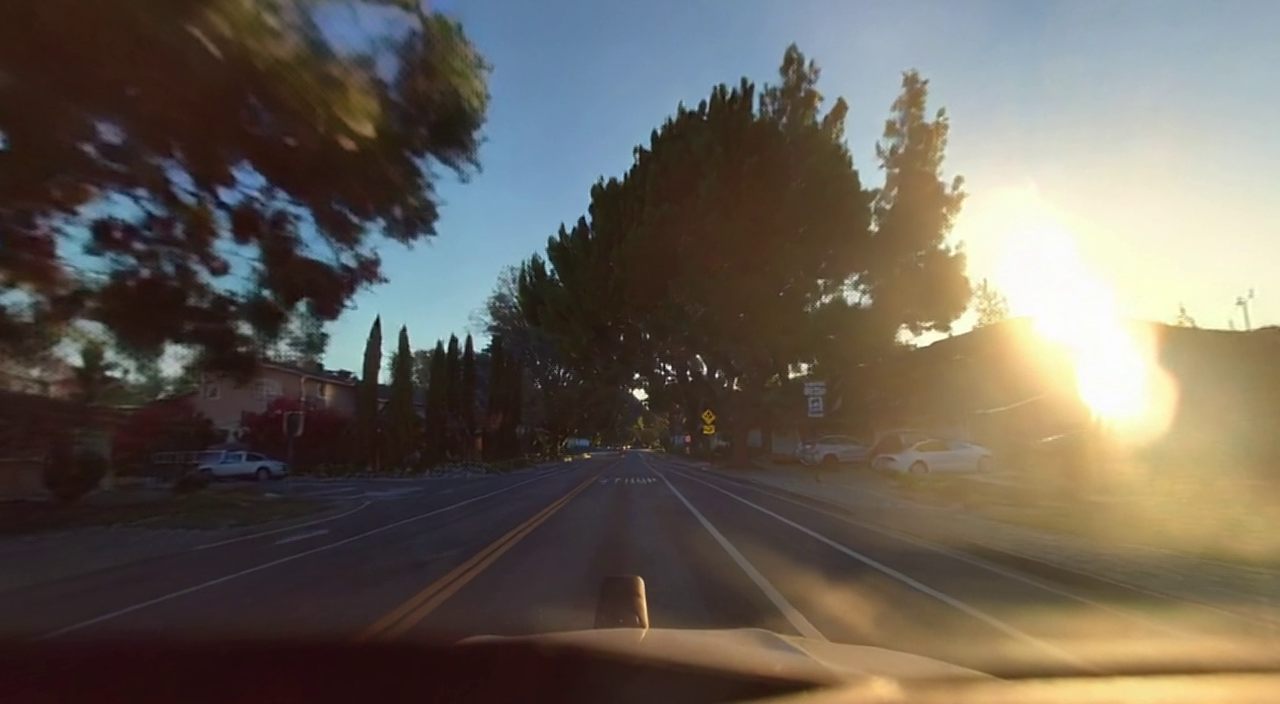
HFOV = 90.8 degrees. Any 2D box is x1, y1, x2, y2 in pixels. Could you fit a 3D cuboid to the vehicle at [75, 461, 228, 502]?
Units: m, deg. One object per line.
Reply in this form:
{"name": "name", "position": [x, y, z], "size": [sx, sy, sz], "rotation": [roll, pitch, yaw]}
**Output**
{"name": "vehicle", "position": [-18.983, 5.025, 24.689], "size": [4.440, 1.445, 1.919], "rotation": [-1, -9, 3]}

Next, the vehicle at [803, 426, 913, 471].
{"name": "vehicle", "position": [10.810, 4.828, 31.624], "size": [4.459, 1.696, 2.361], "rotation": [-6, -9, -2]}

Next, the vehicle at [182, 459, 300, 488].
{"name": "vehicle", "position": [-21.651, 6.595, 34.447], "size": [5.074, 1.511, 1.978], "rotation": [0, -9, -1]}

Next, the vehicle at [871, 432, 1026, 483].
{"name": "vehicle", "position": [10.978, 3.783, 22.722], "size": [4.493, 1.493, 1.926], "rotation": [-3, -9, -4]}

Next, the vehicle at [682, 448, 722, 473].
{"name": "vehicle", "position": [3.784, 6.673, 39.130], "size": [1.940, 1.470, 4.101], "rotation": [0, -9, -1]}
